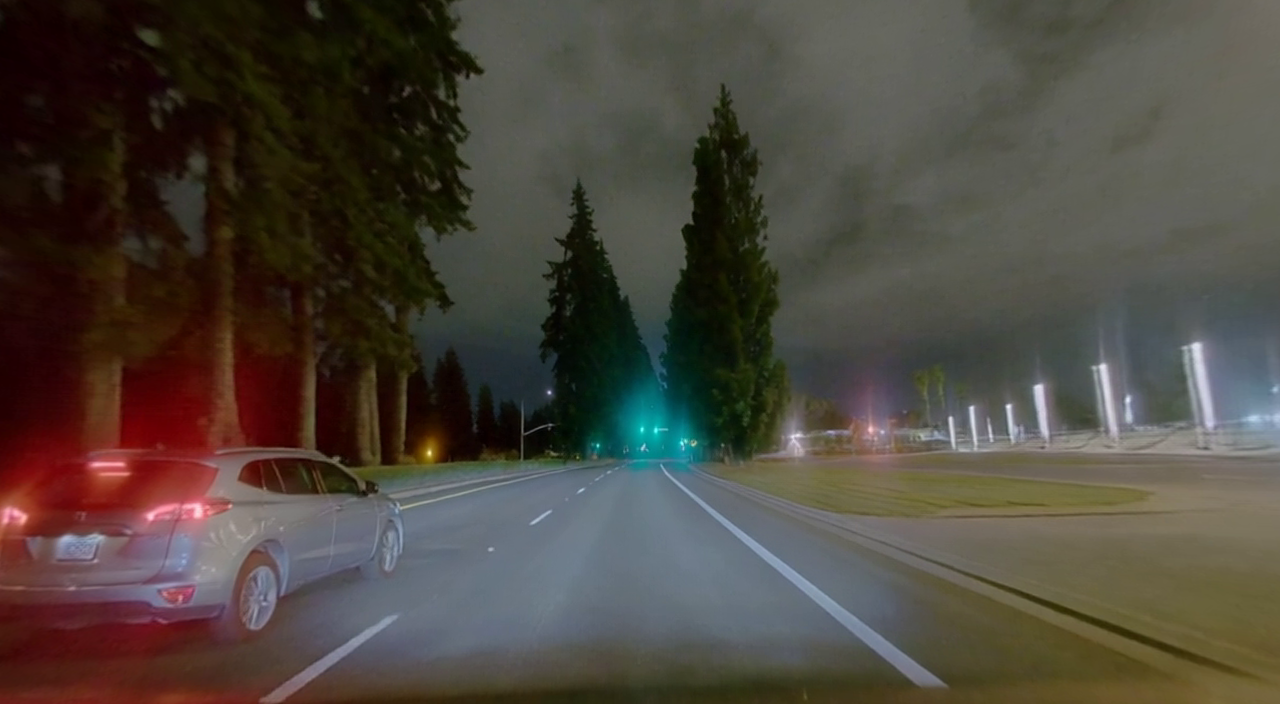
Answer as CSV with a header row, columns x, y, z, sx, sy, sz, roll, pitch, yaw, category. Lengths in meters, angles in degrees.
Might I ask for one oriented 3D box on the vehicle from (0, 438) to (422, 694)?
x,y,z,sx,sy,sz,roll,pitch,yaw,category
-3.716,1.544,5.754,1.946,1.437,4.154,0,-9,0,vehicle
